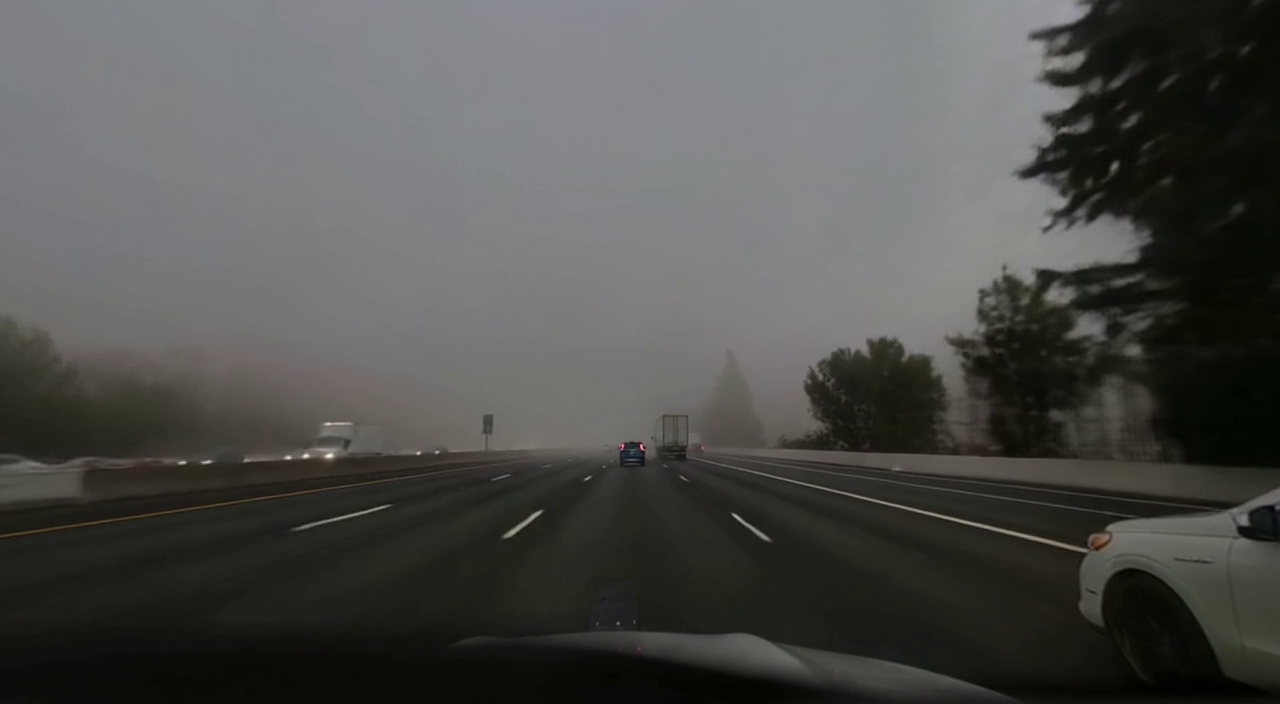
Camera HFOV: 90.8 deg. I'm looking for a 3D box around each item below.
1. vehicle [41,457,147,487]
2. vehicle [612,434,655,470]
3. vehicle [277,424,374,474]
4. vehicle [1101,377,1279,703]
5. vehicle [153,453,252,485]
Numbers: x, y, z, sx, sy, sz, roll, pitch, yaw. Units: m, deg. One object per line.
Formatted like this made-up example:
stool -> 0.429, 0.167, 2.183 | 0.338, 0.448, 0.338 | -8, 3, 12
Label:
vehicle -> -29.854, 6.534, 34.730 | 1.880, 1.435, 4.451 | 0, -8, -1
vehicle -> -0.400, 5.702, 36.141 | 2.297, 1.912, 4.355 | 0, -8, -1
vehicle -> -18.076, 5.618, 36.853 | 2.255, 2.648, 6.640 | 0, -8, 0
vehicle -> 3.524, 0.715, 1.231 | 1.950, 1.596, 4.326 | 0, -8, 0
vehicle -> -22.514, 6.016, 32.768 | 1.845, 1.442, 4.668 | 0, -8, 0
